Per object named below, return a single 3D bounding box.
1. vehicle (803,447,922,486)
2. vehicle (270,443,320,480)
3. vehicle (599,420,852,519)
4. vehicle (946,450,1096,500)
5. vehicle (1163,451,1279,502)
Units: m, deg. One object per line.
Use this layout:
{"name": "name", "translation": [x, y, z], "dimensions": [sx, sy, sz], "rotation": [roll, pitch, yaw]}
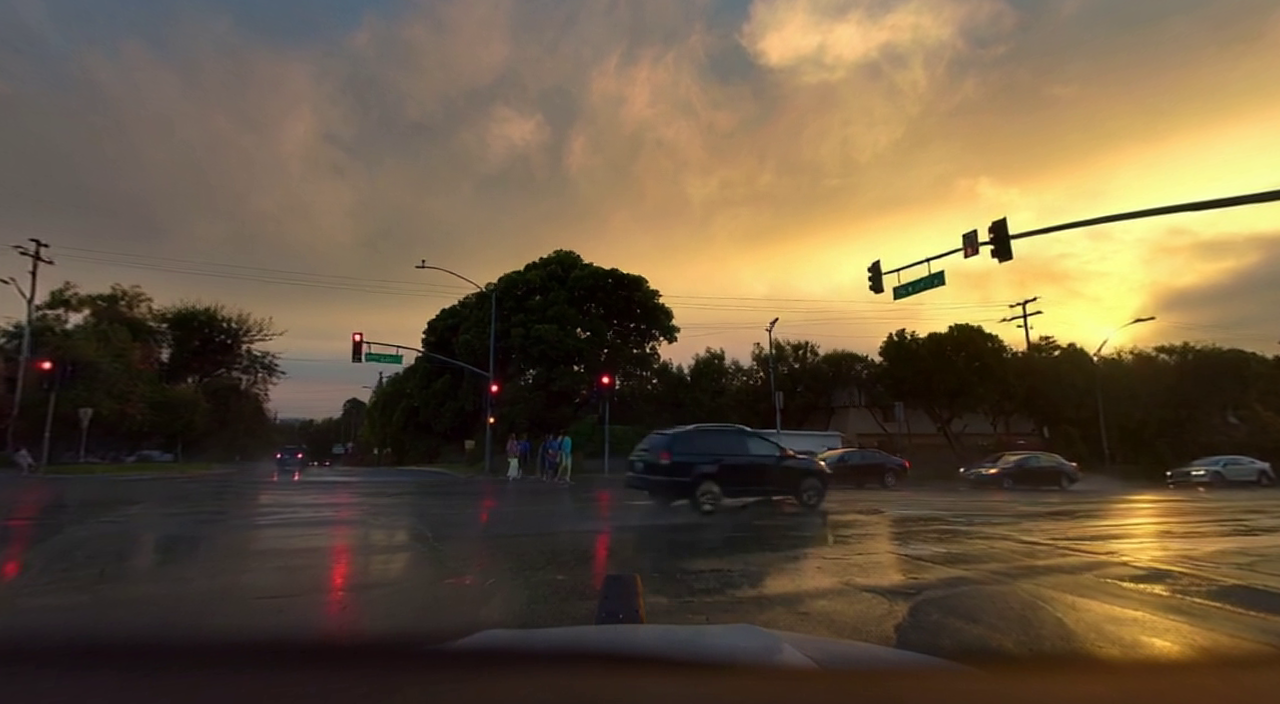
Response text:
{"name": "vehicle", "translation": [9.661, 4.970, 27.497], "dimensions": [4.537, 1.608, 1.827], "rotation": [2, -9, -10]}
{"name": "vehicle", "translation": [-20.517, 6.481, 37.698], "dimensions": [2.243, 2.011, 5.631], "rotation": [5, -10, -26]}
{"name": "vehicle", "translation": [1.667, 2.343, 12.867], "dimensions": [4.633, 1.739, 2.090], "rotation": [3, -9, -17]}
{"name": "vehicle", "translation": [14.062, 4.494, 23.362], "dimensions": [4.356, 1.498, 1.957], "rotation": [-2, -8, -8]}
{"name": "vehicle", "translation": [23.410, 4.854, 24.757], "dimensions": [4.322, 1.522, 1.795], "rotation": [-3, -9, -11]}
